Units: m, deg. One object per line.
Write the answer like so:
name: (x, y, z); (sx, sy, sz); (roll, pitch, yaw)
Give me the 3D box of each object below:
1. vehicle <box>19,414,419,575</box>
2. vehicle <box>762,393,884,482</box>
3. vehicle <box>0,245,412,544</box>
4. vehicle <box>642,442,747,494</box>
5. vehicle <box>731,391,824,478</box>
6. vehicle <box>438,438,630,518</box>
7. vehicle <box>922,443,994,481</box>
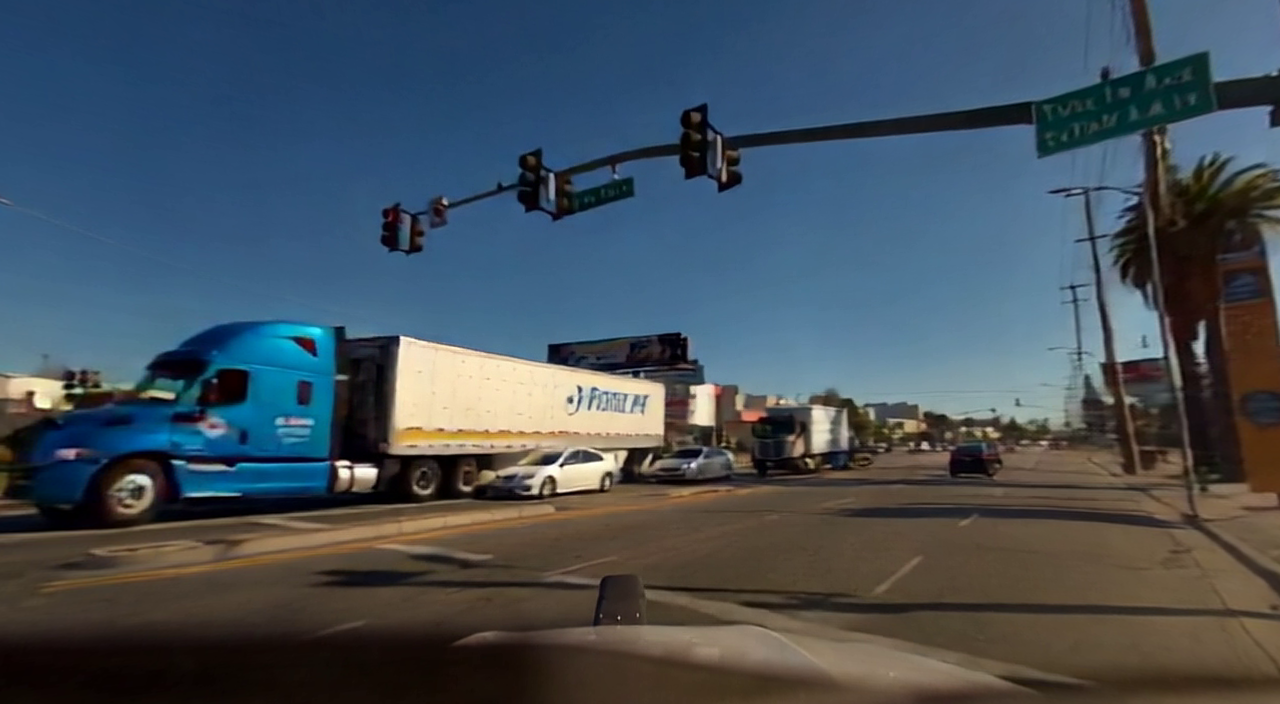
vehicle: (-6.557, 2.113, 10.622); (2.200, 1.893, 5.079); (-8, -8, 32)
vehicle: (10.248, 4.588, 34.659); (3.434, 4.193, 9.012); (-8, -9, 34)
vehicle: (-9.032, 1.081, 12.561); (3.029, 4.352, 8.167); (-6, -10, 32)
vehicle: (2.136, 4.299, 23.776); (1.919, 1.512, 4.443); (-9, -9, 33)
vehicle: (6.706, 4.005, 30.765); (3.027, 3.903, 3.372); (-8, -9, 34)
vehicle: (-2.515, 3.125, 16.273); (1.949, 1.510, 4.958); (-9, -9, 33)
vehicle: (14.055, 4.778, 27.829); (2.040, 1.492, 5.114); (-6, -10, 34)
